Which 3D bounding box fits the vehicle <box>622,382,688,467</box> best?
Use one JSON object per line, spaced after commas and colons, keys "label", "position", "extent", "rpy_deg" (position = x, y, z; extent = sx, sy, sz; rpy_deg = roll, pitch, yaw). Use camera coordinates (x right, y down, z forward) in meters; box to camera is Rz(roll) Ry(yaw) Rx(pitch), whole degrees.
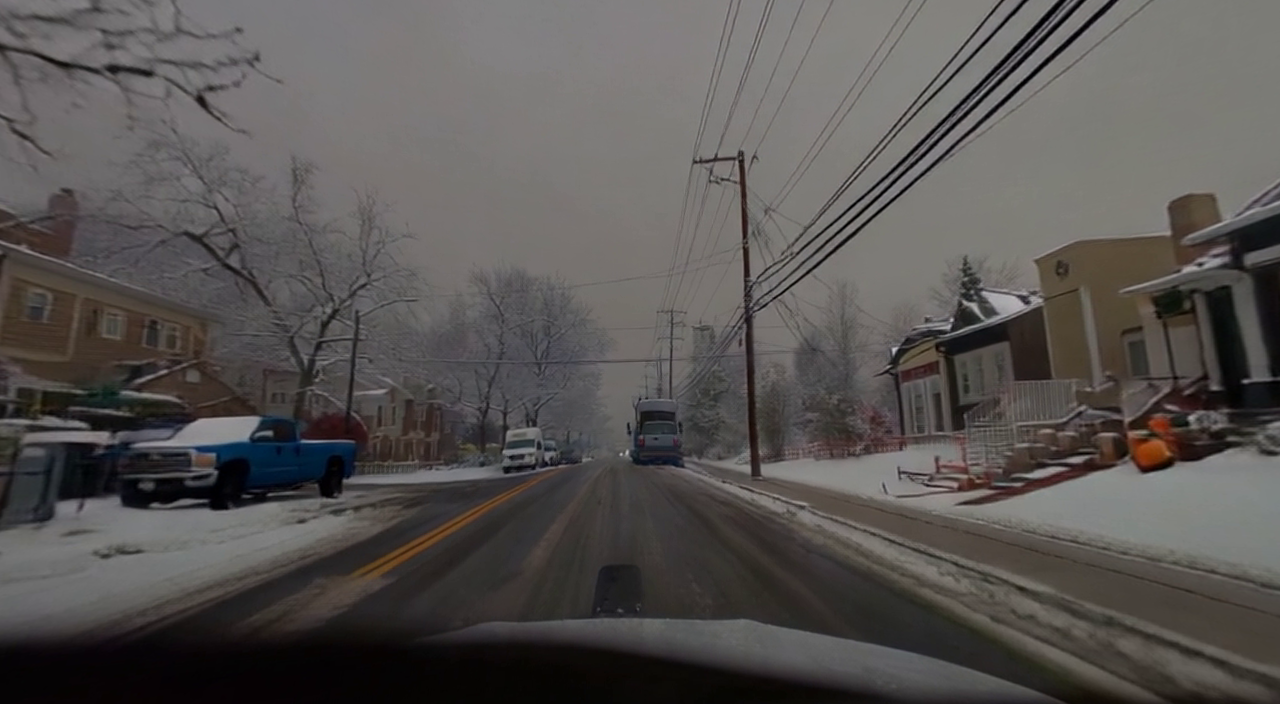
{"label": "vehicle", "position": [0.658, 4.104, 33.928], "extent": [2.915, 3.793, 9.963], "rpy_deg": [2, -9, 0]}

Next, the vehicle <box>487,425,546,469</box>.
{"label": "vehicle", "position": [-6.382, 4.887, 32.994], "extent": [2.171, 1.910, 4.789], "rpy_deg": [-1, -4, 0]}

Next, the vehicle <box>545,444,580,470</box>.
{"label": "vehicle", "position": [-6.066, 8.231, 49.747], "extent": [2.257, 1.916, 5.089], "rpy_deg": [0, -8, -2]}

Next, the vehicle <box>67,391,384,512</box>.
{"label": "vehicle", "position": [-7.777, 1.994, 12.874], "extent": [2.238, 1.895, 5.648], "rpy_deg": [-1, -8, 5]}
